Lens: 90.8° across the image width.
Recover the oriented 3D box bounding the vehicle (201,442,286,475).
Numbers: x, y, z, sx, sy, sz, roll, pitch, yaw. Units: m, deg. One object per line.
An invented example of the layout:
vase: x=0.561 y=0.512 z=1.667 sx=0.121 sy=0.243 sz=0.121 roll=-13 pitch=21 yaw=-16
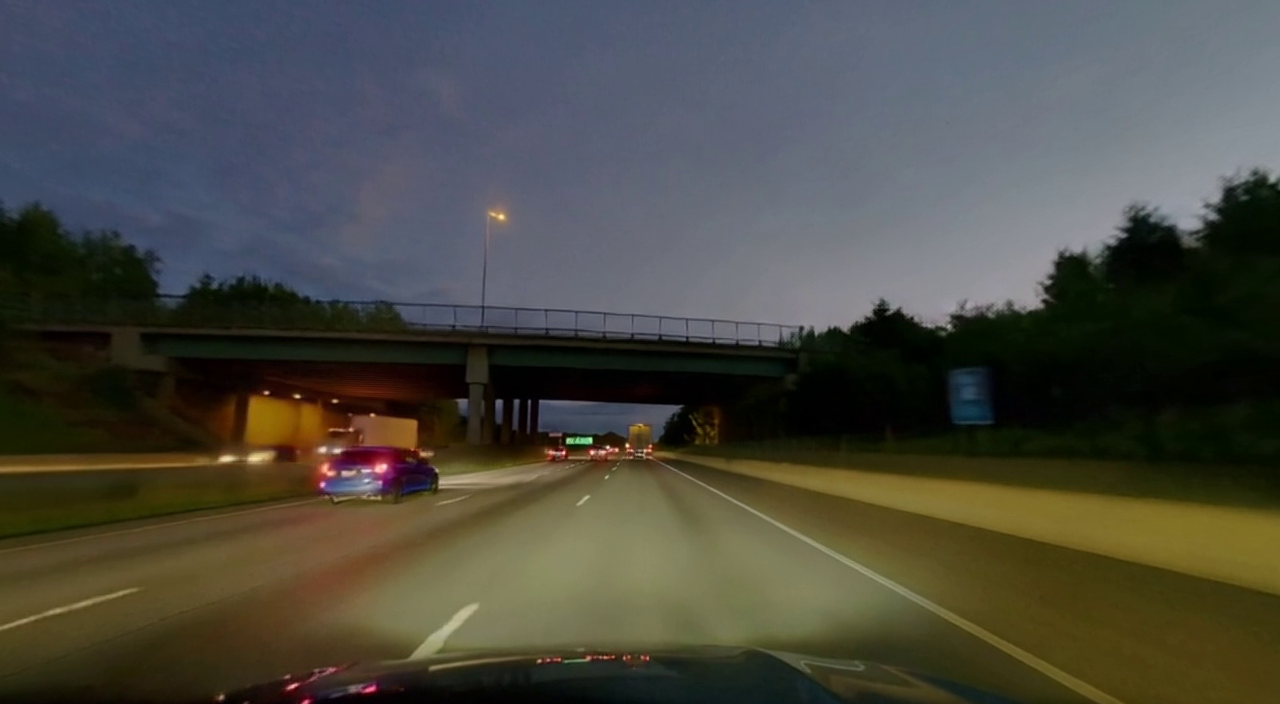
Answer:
vehicle: x=-17.861 y=4.793 z=28.586 sx=1.653 sy=1.376 sz=3.364 roll=0 pitch=-9 yaw=0

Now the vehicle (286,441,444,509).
vehicle: x=-6.848 y=3.089 z=16.388 sx=2.038 sy=1.489 sz=4.603 roll=0 pitch=-9 yaw=0
